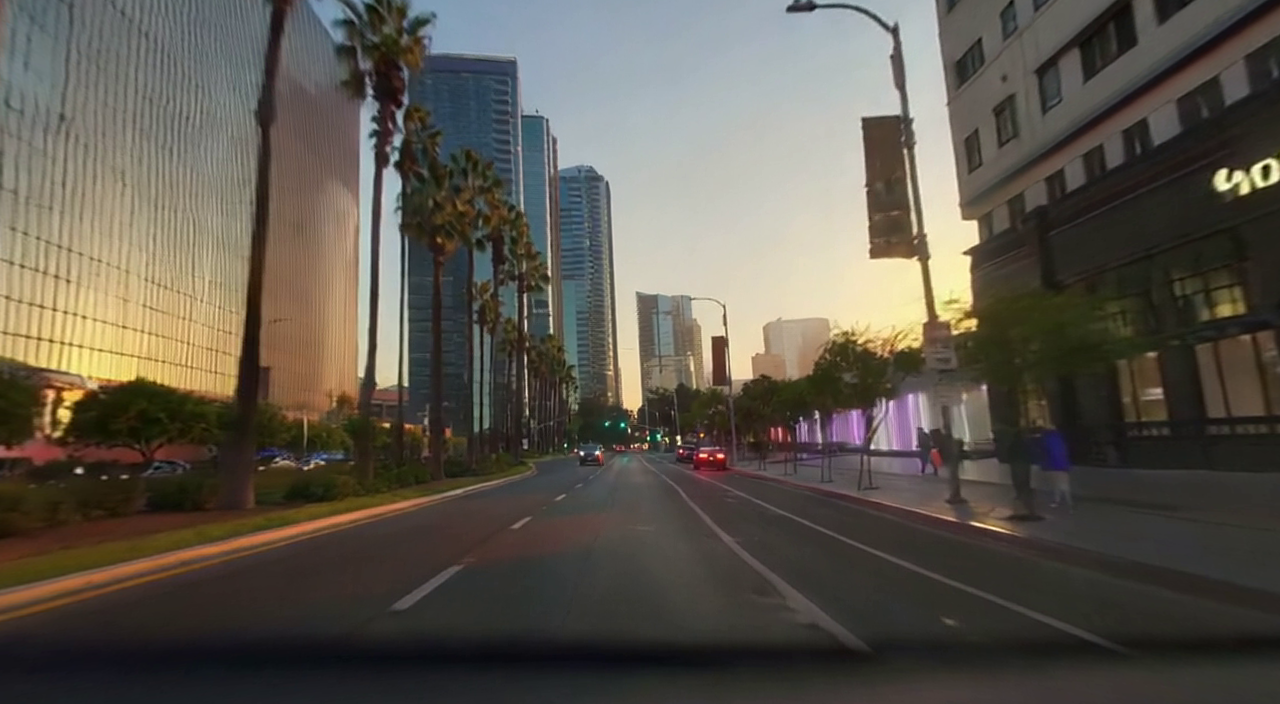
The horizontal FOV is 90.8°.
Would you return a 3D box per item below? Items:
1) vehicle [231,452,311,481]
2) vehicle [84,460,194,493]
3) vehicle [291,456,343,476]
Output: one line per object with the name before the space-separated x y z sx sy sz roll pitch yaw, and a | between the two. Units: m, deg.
vehicle | -25.089 7.772 43.295 2.062 1.765 5.897 0 -9 -1
vehicle | -24.953 6.187 31.719 2.080 1.457 4.424 0 -9 -3
vehicle | -24.774 8.762 48.658 1.751 1.424 4.506 0 -9 -2
